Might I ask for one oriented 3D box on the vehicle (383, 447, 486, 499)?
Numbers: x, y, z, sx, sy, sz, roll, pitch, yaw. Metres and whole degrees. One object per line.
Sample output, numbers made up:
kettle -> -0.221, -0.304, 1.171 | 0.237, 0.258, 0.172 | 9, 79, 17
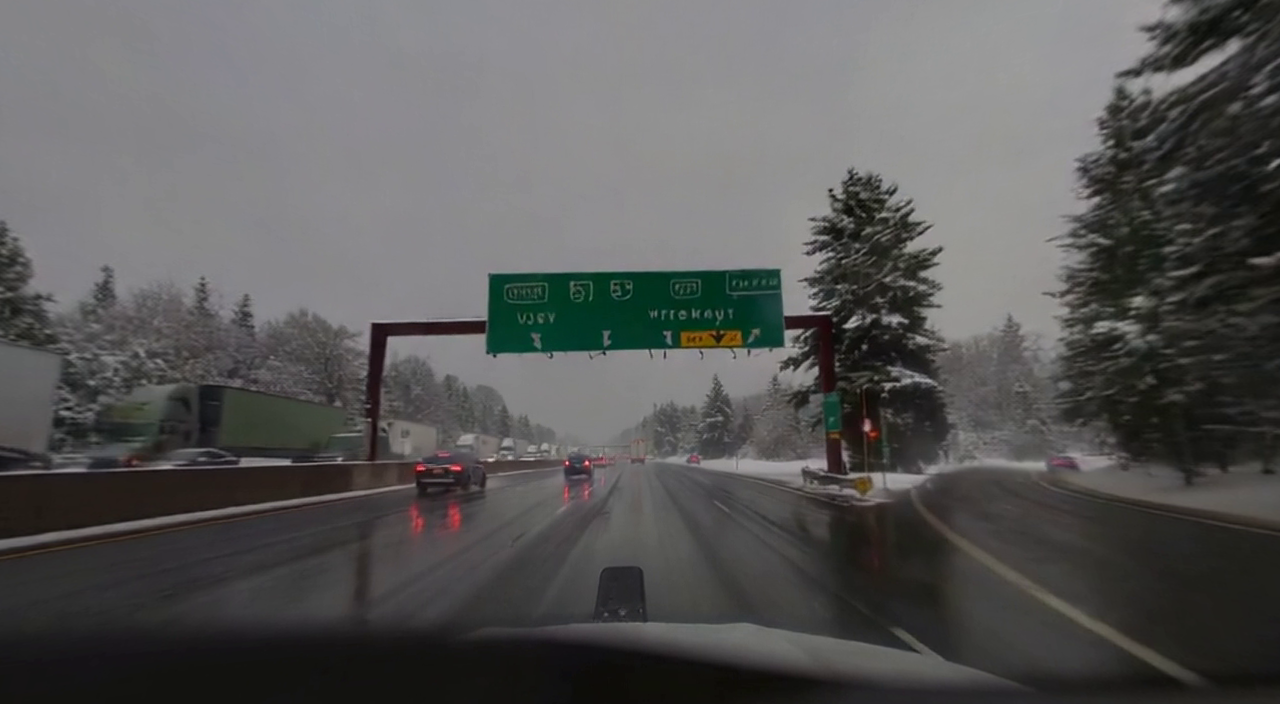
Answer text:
vehicle -> -7.283, 4.321, 22.939 | 2.122, 1.685, 4.714 | 0, -9, 0

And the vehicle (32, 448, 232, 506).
vehicle -> -14.459, 3.550, 18.402 | 1.905, 1.461, 4.736 | 0, -9, 0

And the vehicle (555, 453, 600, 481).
vehicle -> -3.433, 6.450, 35.525 | 2.076, 1.453, 4.094 | 0, -9, 1

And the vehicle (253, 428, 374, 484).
vehicle -> -15.258, 4.926, 30.045 | 2.527, 2.391, 5.963 | 0, -9, 0
